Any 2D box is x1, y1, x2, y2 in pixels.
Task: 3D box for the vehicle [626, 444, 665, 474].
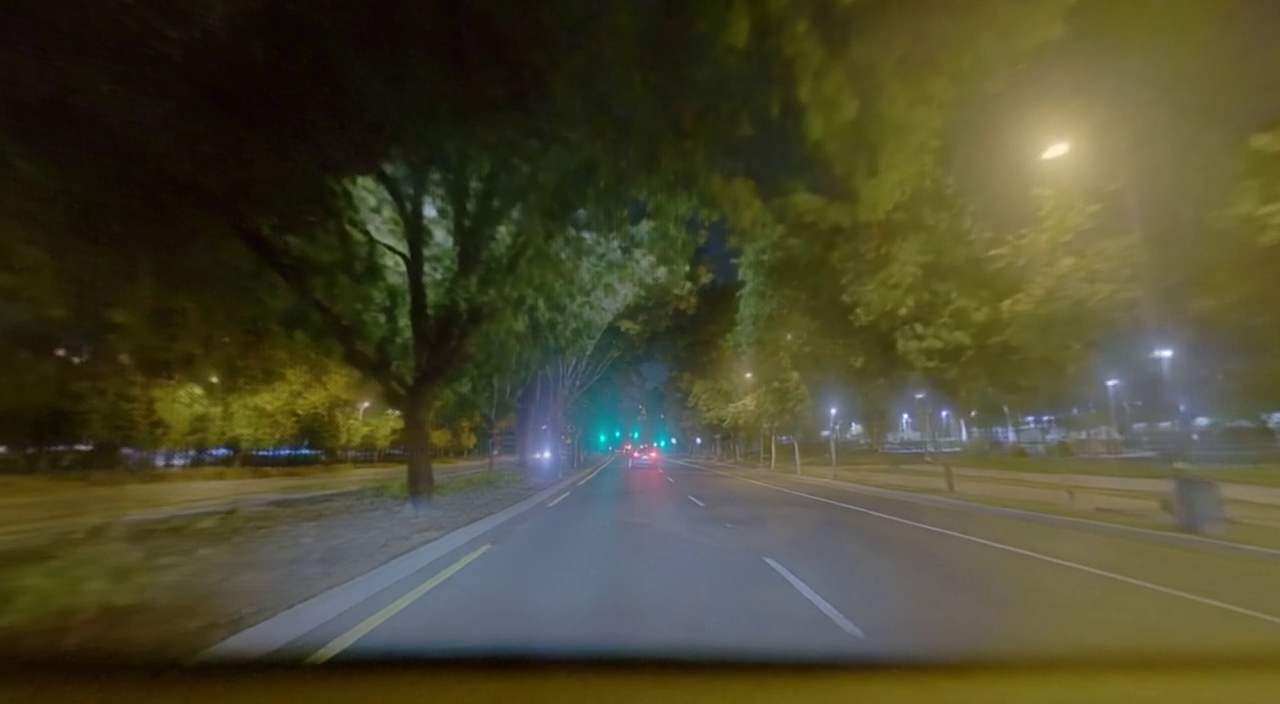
[{"bbox_3d":[0.250,5.998,35.653,2.048,1.584,4.393,0,-8,-2],"label":"vehicle"}]
